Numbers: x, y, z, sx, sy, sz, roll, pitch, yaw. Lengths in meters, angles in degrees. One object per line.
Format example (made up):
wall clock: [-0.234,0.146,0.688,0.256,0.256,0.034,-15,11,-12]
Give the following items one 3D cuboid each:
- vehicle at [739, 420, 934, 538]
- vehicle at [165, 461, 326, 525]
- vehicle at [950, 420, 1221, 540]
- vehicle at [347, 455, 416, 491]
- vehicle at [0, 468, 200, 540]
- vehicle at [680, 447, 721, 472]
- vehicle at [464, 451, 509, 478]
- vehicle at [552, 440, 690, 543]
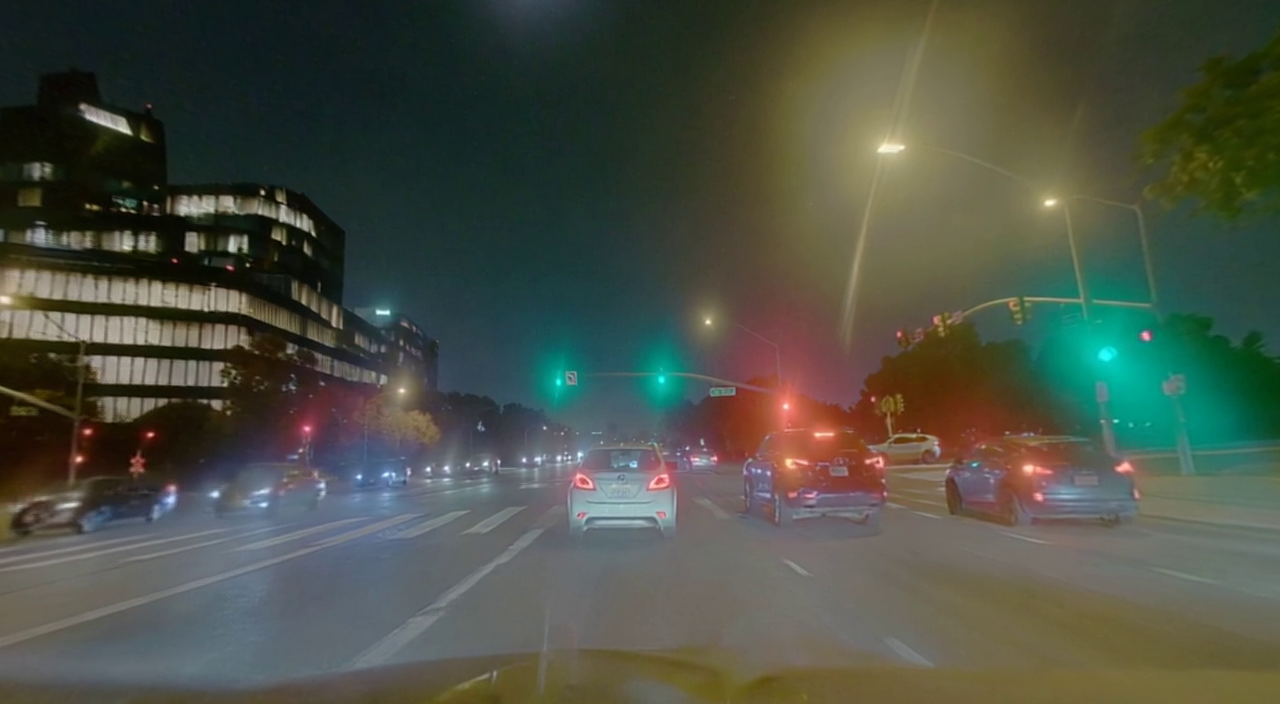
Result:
vehicle: [3.371,2.285,11.996,2.107,1.773,4.557,0,-9,-2]
vehicle: [-11.597,4.147,19.027,1.992,1.562,4.361,0,-9,1]
vehicle: [7.671,2.224,11.595,2.039,1.760,4.319,-1,-9,5]
vehicle: [-14.758,6.906,36.370,1.908,1.797,4.620,0,-8,1]
vehicle: [-14.943,4.157,17.780,1.907,1.592,4.373,0,-9,1]
vehicle: [3.753,6.775,40.110,2.123,1.455,4.318,0,-8,-1]
vehicle: [-11.064,8.124,45.993,2.078,1.795,4.636,0,-8,1]
vehicle: [-0.294,2.362,11.400,2.034,1.500,3.966,0,-8,-1]
